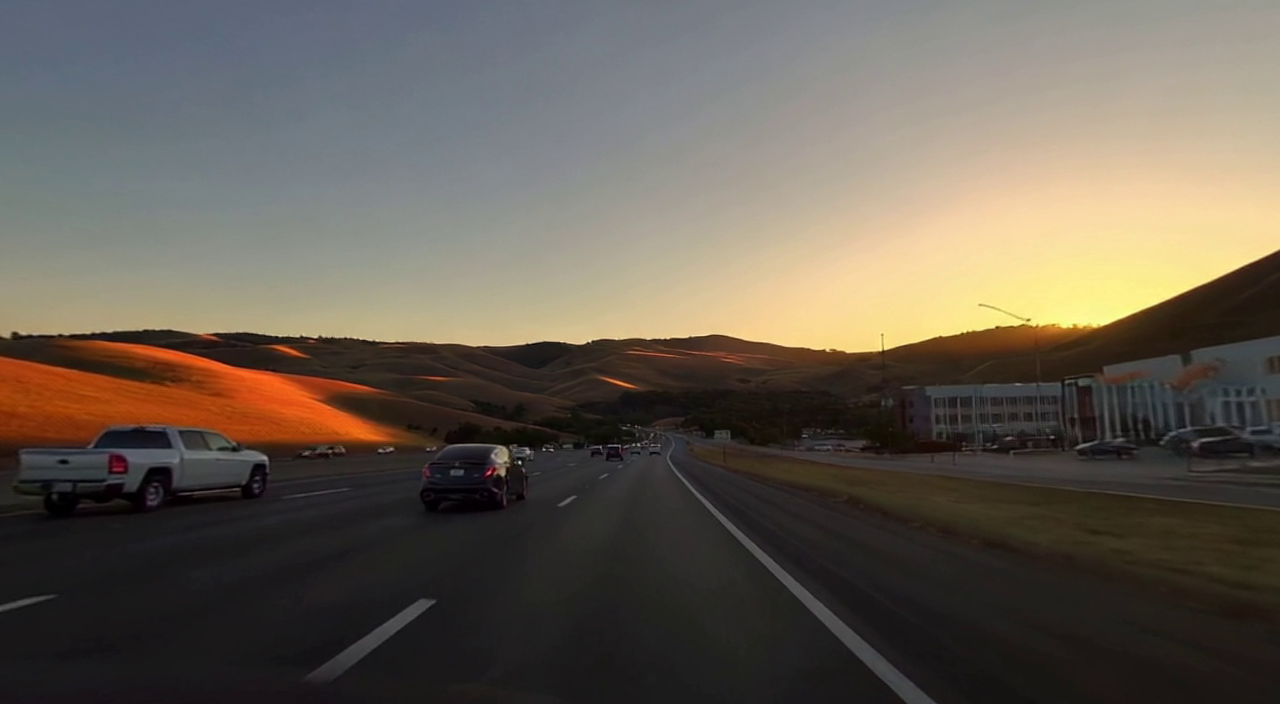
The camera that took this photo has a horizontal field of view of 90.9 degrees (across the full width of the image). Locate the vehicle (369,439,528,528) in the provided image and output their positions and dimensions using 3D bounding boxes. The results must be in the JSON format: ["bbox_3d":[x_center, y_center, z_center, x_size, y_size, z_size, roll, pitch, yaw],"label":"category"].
[{"bbox_3d":[-3.653,2.552,12.907,1.896,1.491,4.146,0,-8,1],"label":"vehicle"}]

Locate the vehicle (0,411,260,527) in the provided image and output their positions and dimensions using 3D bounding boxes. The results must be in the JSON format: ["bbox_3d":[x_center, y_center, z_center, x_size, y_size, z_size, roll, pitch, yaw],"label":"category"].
[{"bbox_3d":[-11.101,2.402,13.596,2.284,1.966,5.406,-1,-8,2],"label":"vehicle"}]
